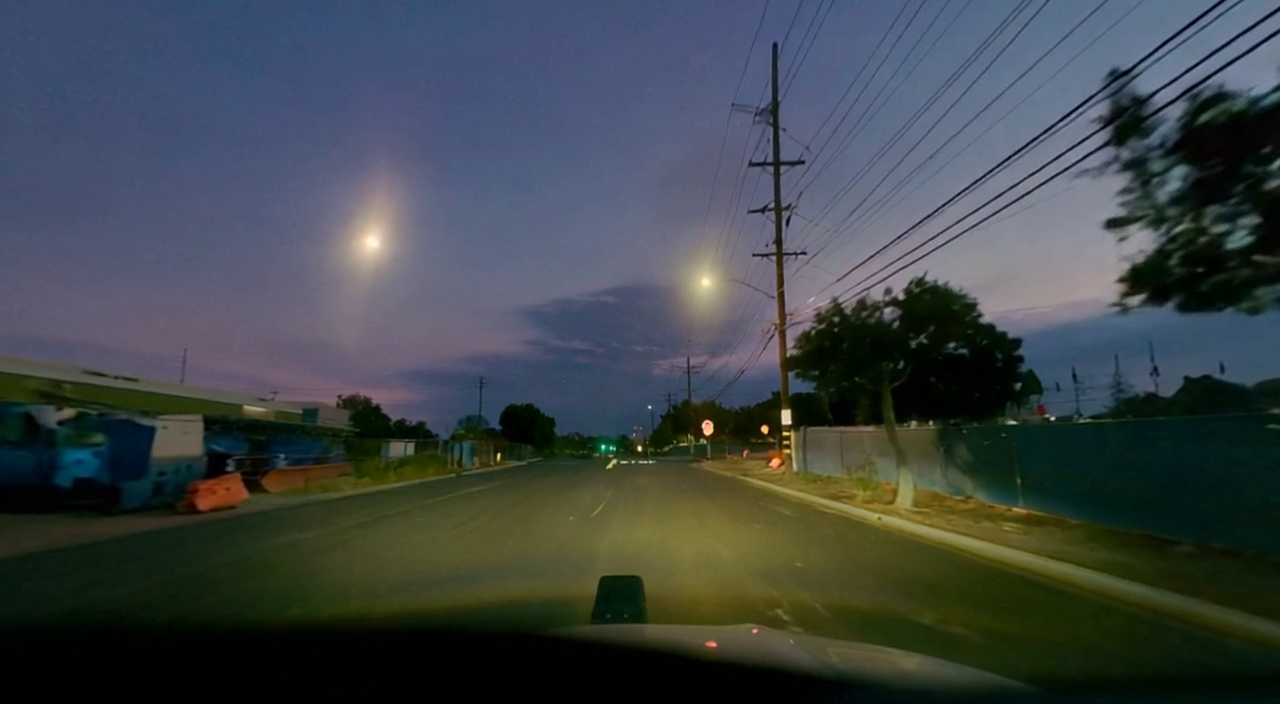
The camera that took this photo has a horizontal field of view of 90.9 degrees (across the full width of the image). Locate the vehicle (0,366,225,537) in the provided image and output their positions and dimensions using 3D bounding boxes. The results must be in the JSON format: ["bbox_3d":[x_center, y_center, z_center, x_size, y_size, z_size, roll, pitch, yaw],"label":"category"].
[{"bbox_3d":[-13.107,1.999,12.861,6.887,3.069,3.065,0,-9,-4],"label":"vehicle"}]
